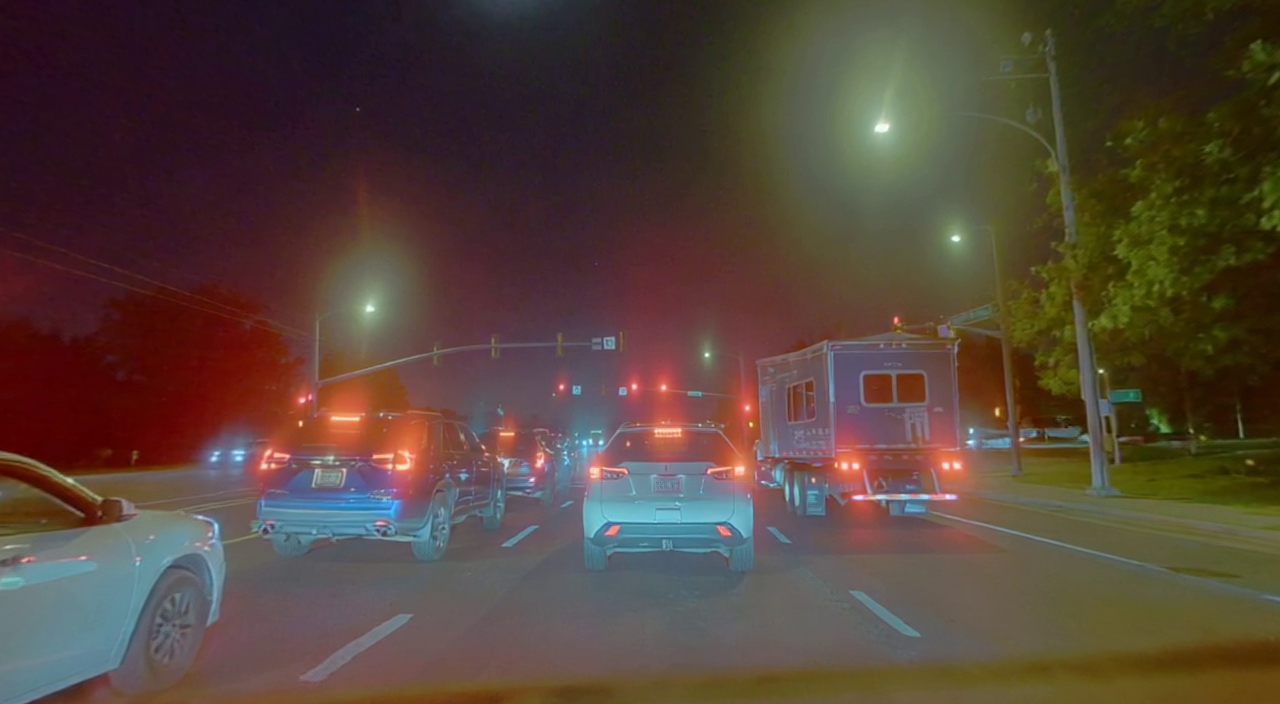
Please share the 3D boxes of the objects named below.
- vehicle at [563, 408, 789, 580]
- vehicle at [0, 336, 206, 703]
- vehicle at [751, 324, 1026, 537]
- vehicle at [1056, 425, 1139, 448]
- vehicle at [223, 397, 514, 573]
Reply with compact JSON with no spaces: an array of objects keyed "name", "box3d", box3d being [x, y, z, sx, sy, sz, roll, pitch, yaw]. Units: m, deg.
[{"name":"vehicle","box3d":[0.349,1.698,8.304,2.189,1.649,4.171,0,-9,0]},{"name":"vehicle","box3d":[-3.431,0.669,1.463,1.952,1.730,4.116,0,-9,-1]},{"name":"vehicle","box3d":[3.674,1.408,11.009,2.531,2.750,5.595,0,-8,1]},{"name":"vehicle","box3d":[33.124,6.160,45.902,4.671,1.595,1.824,-5,-10,31]},{"name":"vehicle","box3d":[-3.273,1.714,8.839,2.085,1.812,4.388,0,-9,0]}]
